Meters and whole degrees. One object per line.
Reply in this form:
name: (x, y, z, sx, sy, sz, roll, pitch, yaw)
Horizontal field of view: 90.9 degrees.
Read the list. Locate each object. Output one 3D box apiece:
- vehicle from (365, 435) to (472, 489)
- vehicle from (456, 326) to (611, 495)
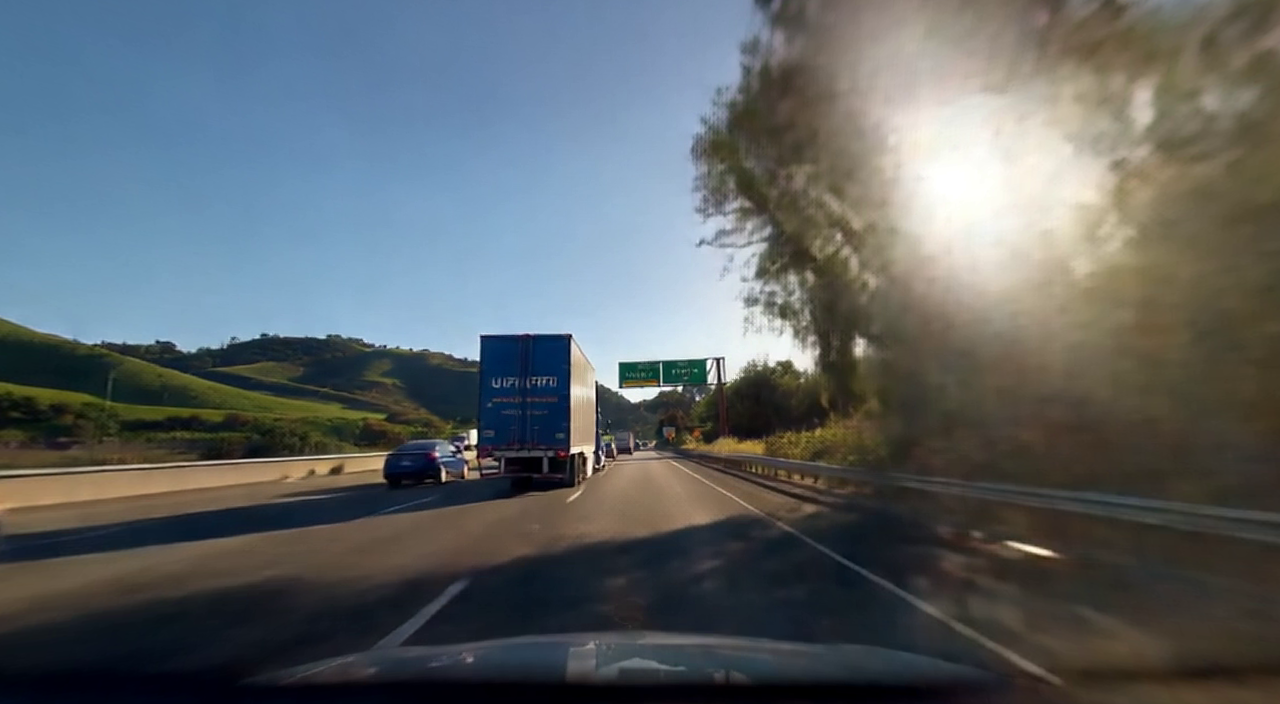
vehicle: (-7.279, 3.641, 21.299, 1.949, 1.604, 4.456, 0, -8, 1)
vehicle: (-3.104, 2.649, 24.410, 3.202, 4.352, 16.251, 0, -8, 0)
